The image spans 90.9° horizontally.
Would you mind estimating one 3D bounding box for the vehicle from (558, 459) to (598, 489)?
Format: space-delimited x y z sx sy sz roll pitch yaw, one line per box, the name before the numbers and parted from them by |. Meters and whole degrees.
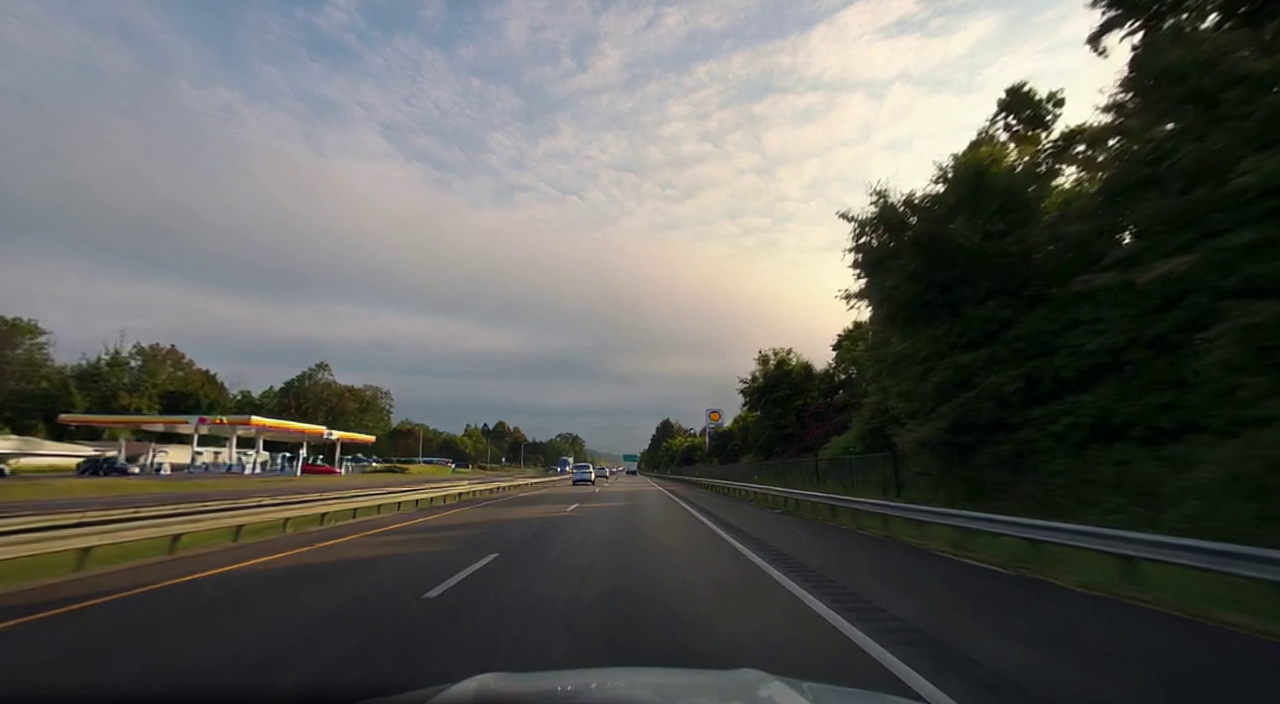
vehicle | -4.105 8.201 42.491 2.166 1.871 4.536 1 -11 1
